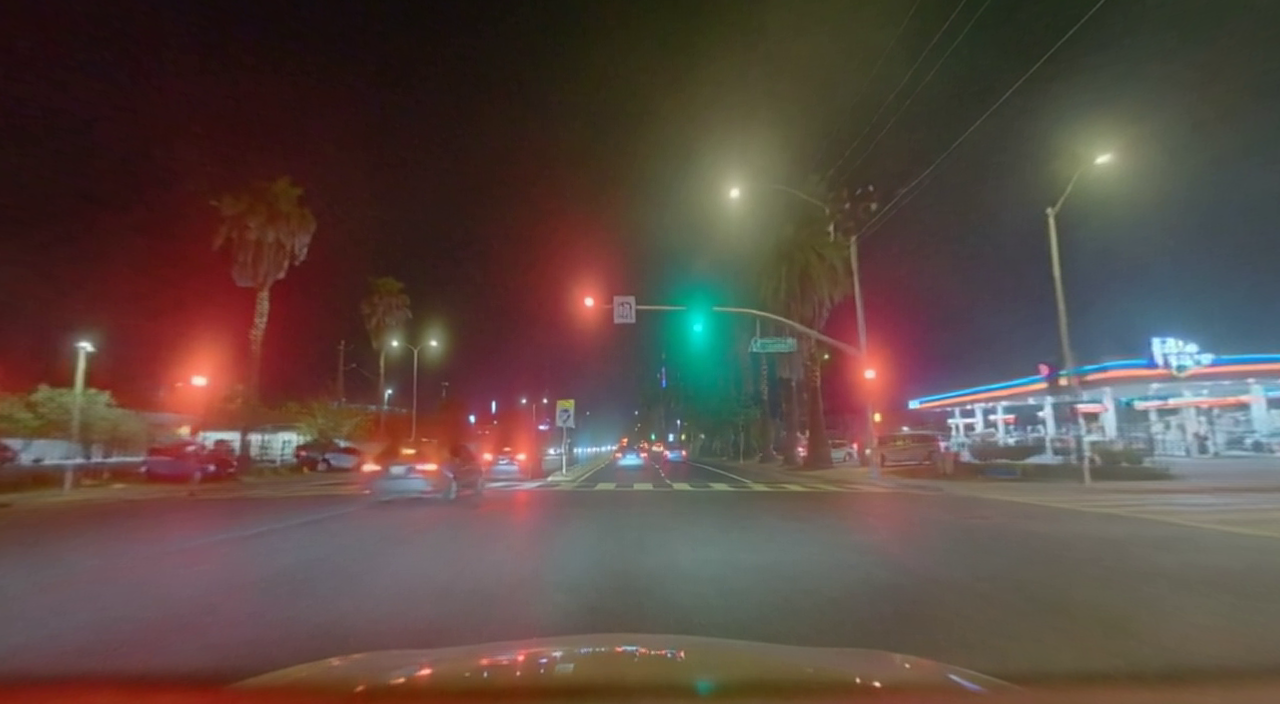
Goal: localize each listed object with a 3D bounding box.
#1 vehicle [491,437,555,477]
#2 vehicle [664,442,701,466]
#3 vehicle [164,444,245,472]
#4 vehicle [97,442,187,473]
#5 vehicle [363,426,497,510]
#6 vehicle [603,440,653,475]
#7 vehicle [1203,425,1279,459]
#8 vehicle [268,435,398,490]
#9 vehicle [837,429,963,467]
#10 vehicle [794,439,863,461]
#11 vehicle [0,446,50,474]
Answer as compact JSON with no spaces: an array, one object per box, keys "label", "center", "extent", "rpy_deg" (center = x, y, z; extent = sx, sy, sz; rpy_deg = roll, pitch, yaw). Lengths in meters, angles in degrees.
[{"label":"vehicle","center":[-5.279,4.781,29.087],"extent":[2.060,1.643,4.359],"rpy_deg":[0,-8,0]},{"label":"vehicle","center":[2.772,6.846,42.644],"extent":[2.060,1.471,4.168],"rpy_deg":[0,-8,-2]},{"label":"vehicle","center":[-27.219,6.608,39.767],"extent":[1.969,1.627,4.508],"rpy_deg":[0,-8,-2]},{"label":"vehicle","center":[-31.057,6.582,39.660],"extent":[2.009,1.790,4.501],"rpy_deg":[0,-8,-2]},{"label":"vehicle","center":[-5.199,2.869,16.364],"extent":[2.032,1.747,4.479],"rpy_deg":[-2,-7,-2]},{"label":"vehicle","center":[-0.577,4.902,29.723],"extent":[2.160,1.508,4.319],"rpy_deg":[0,-8,-1]},{"label":"vehicle","center":[34.179,4.936,34.604],"extent":[4.597,1.775,1.982],"rpy_deg":[-1,-8,6]},{"label":"vehicle","center":[-11.580,4.194,24.482],"extent":[2.161,1.830,5.674],"rpy_deg":[0,-8,0]},{"label":"vehicle","center":[13.682,5.095,33.551],"extent":[5.718,1.911,2.088],"rpy_deg":[0,-8,-2]},{"label":"vehicle","center":[13.644,7.090,45.965],"extent":[4.360,1.523,1.900],"rpy_deg":[0,-8,-1]},{"label":"vehicle","center":[-40.281,6.865,40.263],"extent":[1.791,1.696,3.791],"rpy_deg":[0,-8,-3]}]
